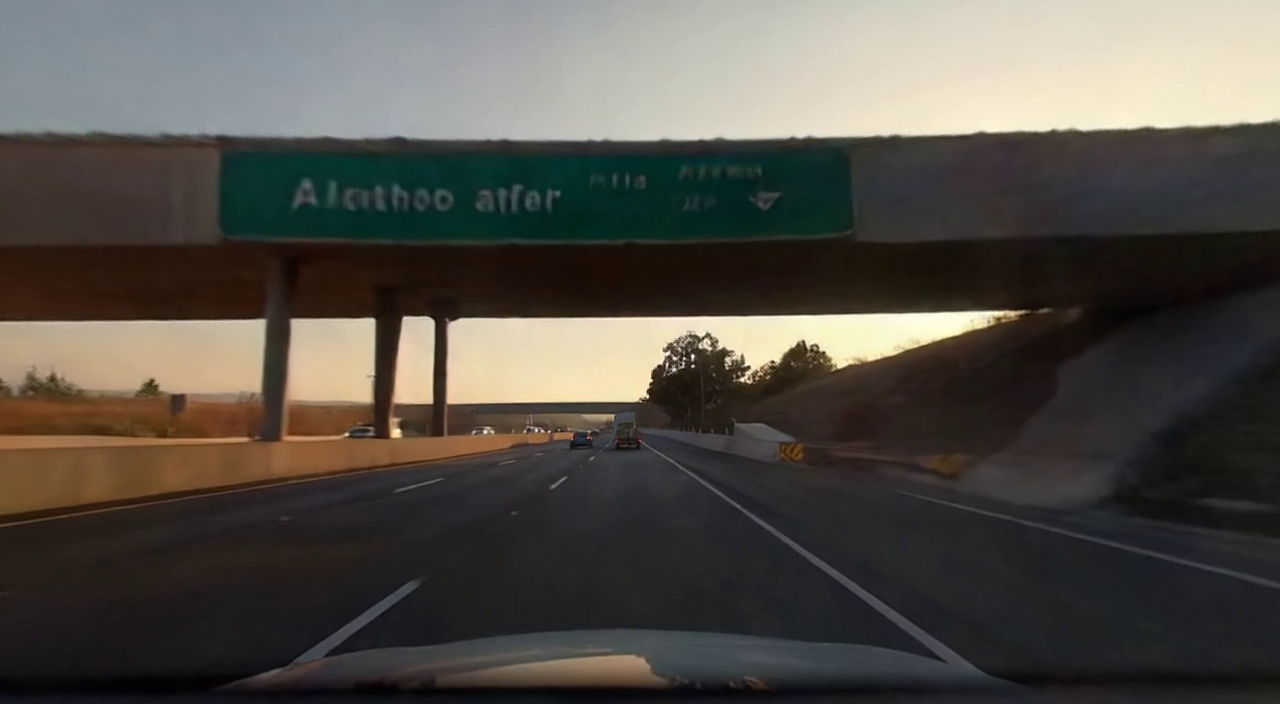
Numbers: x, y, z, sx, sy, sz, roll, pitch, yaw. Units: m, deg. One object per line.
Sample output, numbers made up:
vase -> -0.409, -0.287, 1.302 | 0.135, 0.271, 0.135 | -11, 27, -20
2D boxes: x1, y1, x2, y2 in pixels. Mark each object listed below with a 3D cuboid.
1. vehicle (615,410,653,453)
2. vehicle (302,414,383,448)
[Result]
vehicle -> -0.522, 5.526, 43.544 | 2.418, 2.704, 6.445 | 0, -8, -2
vehicle -> -16.536, 4.473, 35.269 | 2.019, 1.739, 5.123 | 0, -8, 0
